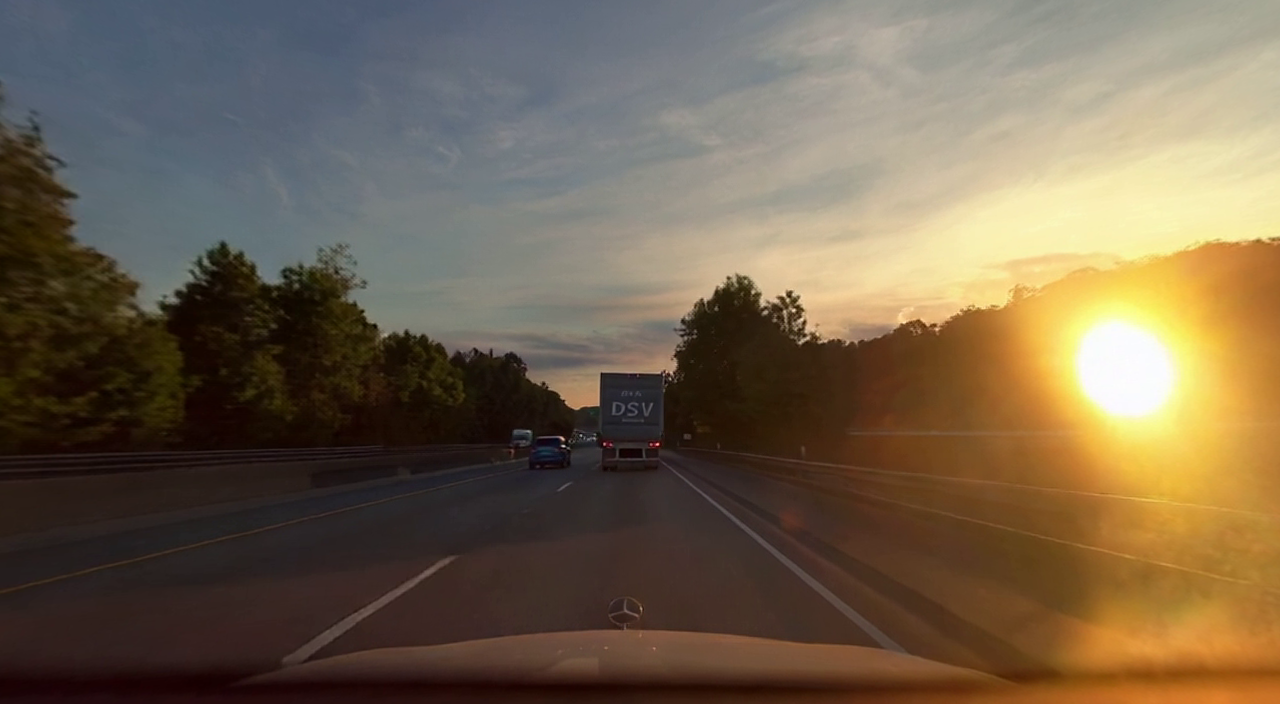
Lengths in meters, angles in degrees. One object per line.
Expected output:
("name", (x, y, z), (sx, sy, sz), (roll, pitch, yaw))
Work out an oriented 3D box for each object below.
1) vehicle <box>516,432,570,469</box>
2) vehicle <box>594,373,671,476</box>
("vehicle", (-4.934, 5.082, 32.778), (2.086, 1.778, 4.544), (0, -8, 0))
("vehicle", (-0.402, 3.530, 29.590), (2.969, 3.957, 10.270), (0, -8, -1))
